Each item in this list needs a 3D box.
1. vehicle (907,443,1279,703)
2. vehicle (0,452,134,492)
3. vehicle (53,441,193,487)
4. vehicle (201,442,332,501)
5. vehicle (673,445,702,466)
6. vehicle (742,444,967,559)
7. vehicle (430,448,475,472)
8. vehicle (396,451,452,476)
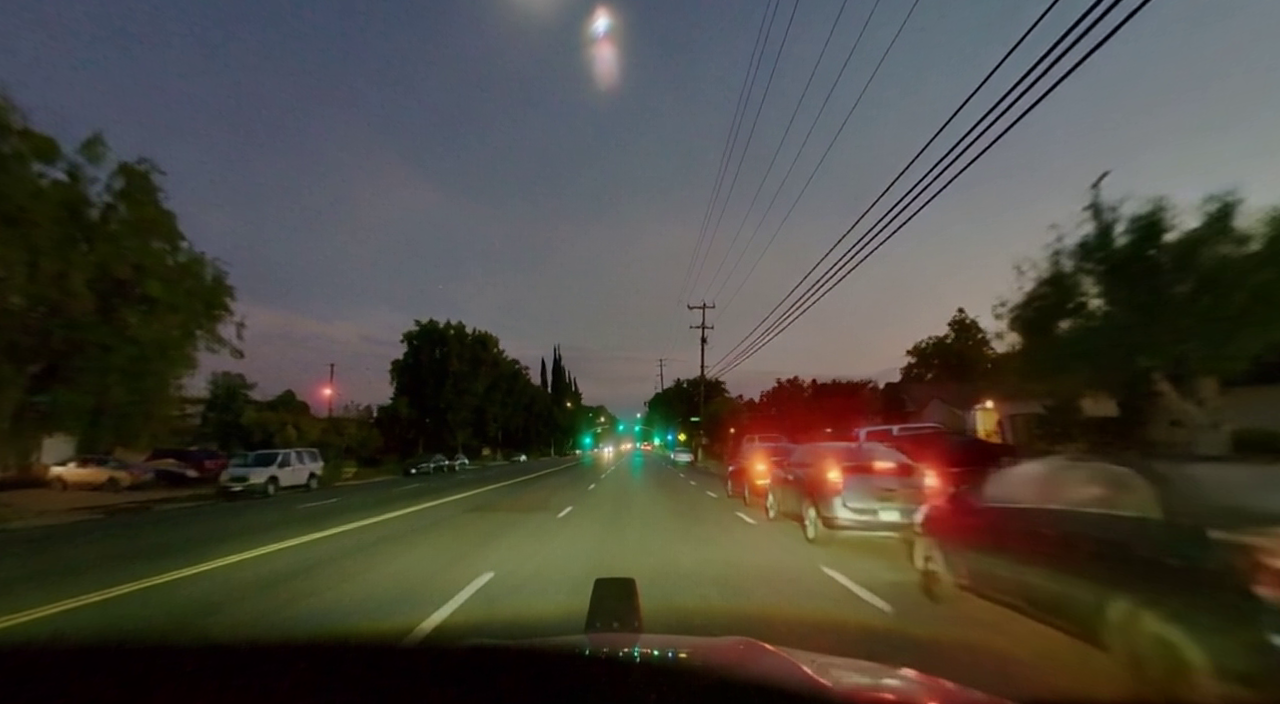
[{"bbox_3d":[3.538,1.296,4.040,1.818,1.400,4.640,0,-9,3],"label":"vehicle"},{"bbox_3d":[-22.155,4.608,24.417,3.692,1.441,1.625,0,-9,-2],"label":"vehicle"},{"bbox_3d":[-22.387,4.857,27.504,4.351,1.739,1.890,-2,-9,-3],"label":"vehicle"},{"bbox_3d":[-13.640,4.342,23.491,2.137,1.852,4.541,-2,-8,0],"label":"vehicle"},{"bbox_3d":[3.576,7.829,47.926,1.855,1.518,4.707,0,-9,0],"label":"vehicle"},{"bbox_3d":[3.072,2.225,10.271,1.866,1.414,4.604,0,-9,-2],"label":"vehicle"},{"bbox_3d":[-13.844,7.953,46.843,1.916,1.632,4.440,0,-8,1],"label":"vehicle"},{"bbox_3d":[-14.042,7.278,41.403,2.011,1.480,4.644,0,-8,0],"label":"vehicle"}]
